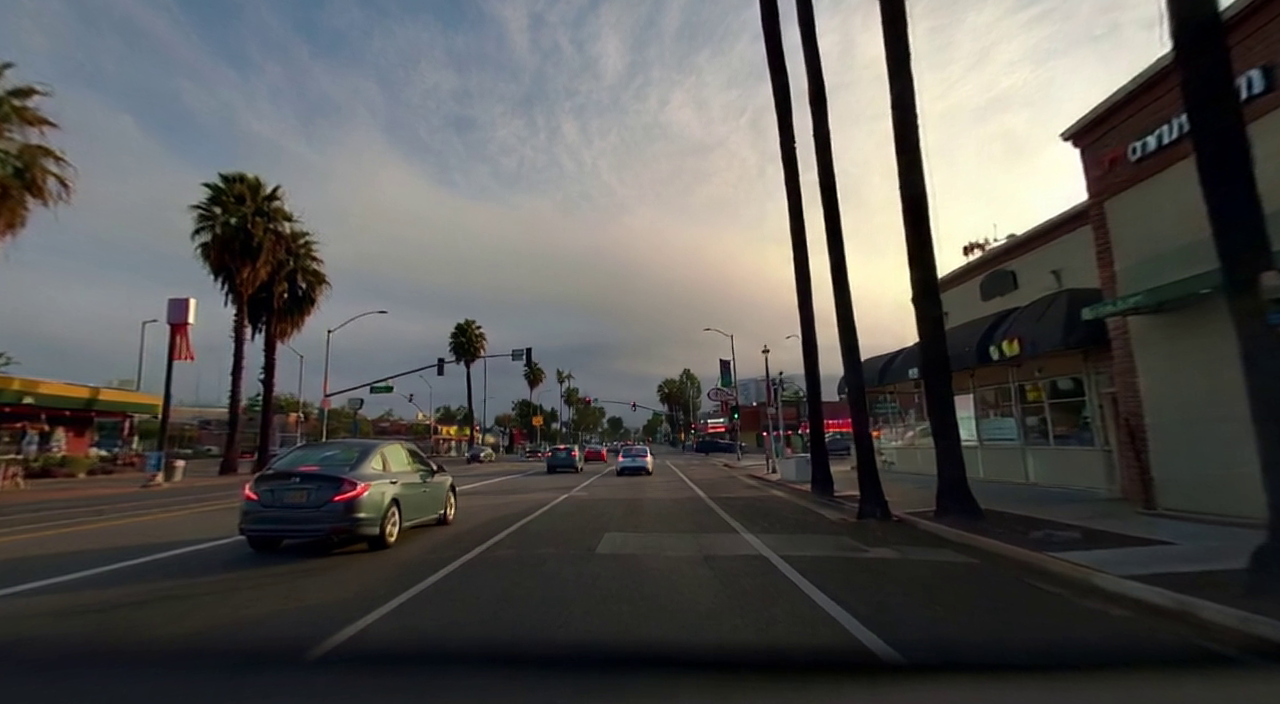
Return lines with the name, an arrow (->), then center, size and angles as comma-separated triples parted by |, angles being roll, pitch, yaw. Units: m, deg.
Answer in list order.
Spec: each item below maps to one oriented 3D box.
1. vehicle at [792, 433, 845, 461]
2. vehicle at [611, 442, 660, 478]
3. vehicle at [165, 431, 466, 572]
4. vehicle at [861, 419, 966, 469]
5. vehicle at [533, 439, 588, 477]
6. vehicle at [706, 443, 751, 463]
vehicle -> 11.264, 6.028, 39.910 | 1.982, 1.623, 4.211 | 0, -8, -2
vehicle -> -0.142, 4.888, 28.615 | 2.094, 1.496, 4.070 | 0, -8, 1
vehicle -> -4.150, 1.948, 9.079 | 1.904, 1.513, 4.410 | 0, -8, 1
vehicle -> 11.213, 3.825, 26.282 | 2.111, 1.875, 5.301 | 0, -8, 1
vehicle -> -3.683, 4.986, 29.725 | 1.979, 1.634, 3.957 | -1, -8, 2
vehicle -> 6.813, 7.710, 48.090 | 2.059, 1.486, 3.980 | -5, -9, 30
